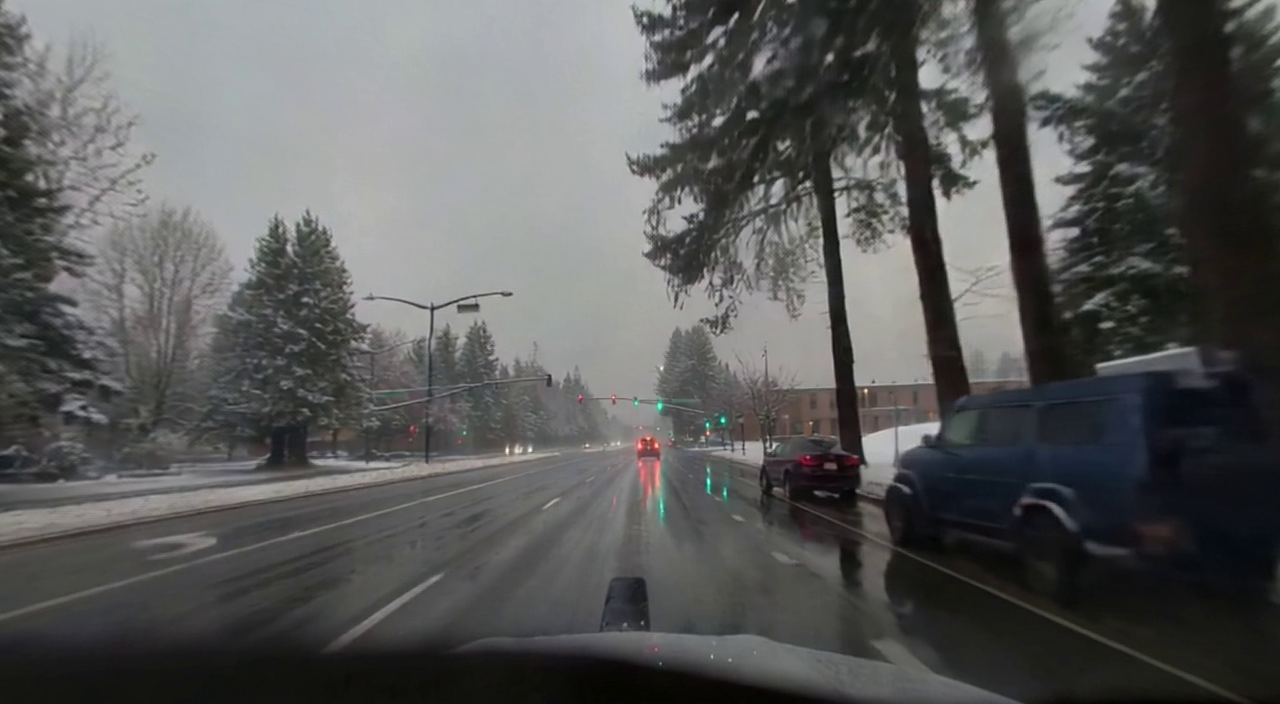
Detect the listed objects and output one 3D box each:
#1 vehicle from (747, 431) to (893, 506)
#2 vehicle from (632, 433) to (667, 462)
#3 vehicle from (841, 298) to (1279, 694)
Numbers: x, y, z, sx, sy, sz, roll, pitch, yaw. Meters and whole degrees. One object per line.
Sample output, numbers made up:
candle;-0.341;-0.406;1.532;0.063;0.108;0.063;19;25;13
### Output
vehicle;4.112;2.738;15.332;2.269;1.520;4.410;0;-8;0
vehicle;0.621;6.255;41.355;2.169;1.751;4.276;0;-8;1
vehicle;4.223;1.190;6.600;2.162;2.080;6.515;0;-8;1
